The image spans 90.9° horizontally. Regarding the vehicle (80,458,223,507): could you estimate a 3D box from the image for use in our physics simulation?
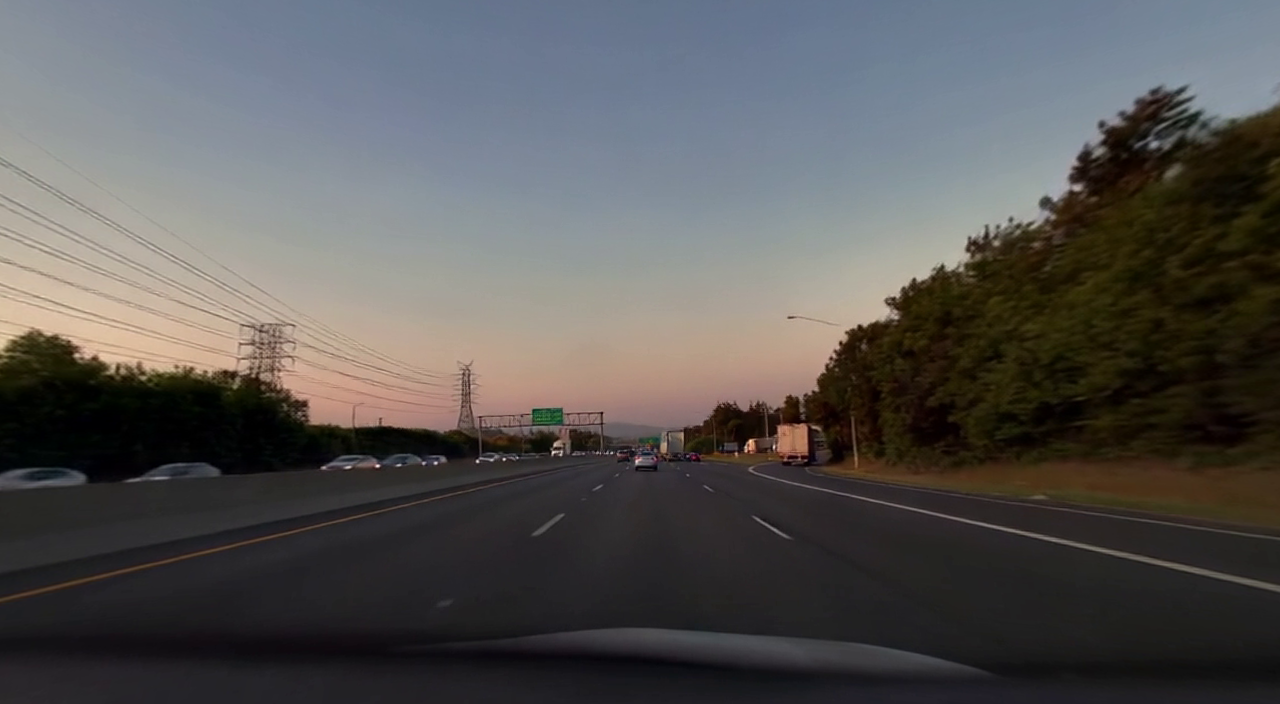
[{"bbox_3d":[-18.991,5.055,24.858,1.801,1.638,4.739,0,-9,0],"label":"vehicle"}]

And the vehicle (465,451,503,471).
[{"bbox_3d":[-11.837,8.305,48.048,1.801,1.424,4.135,0,-9,1],"label":"vehicle"}]

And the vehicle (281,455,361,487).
[{"bbox_3d":[-16.016,5.975,31.901,1.800,1.446,4.274,0,-9,0],"label":"vehicle"}]

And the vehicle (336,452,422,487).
[{"bbox_3d":[-11.604,5.219,28.382,1.903,1.432,4.475,0,-9,0],"label":"vehicle"}]

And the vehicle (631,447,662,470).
[{"bbox_3d":[0.479,7.601,45.142,2.111,1.599,3.859,0,-9,1],"label":"vehicle"}]
